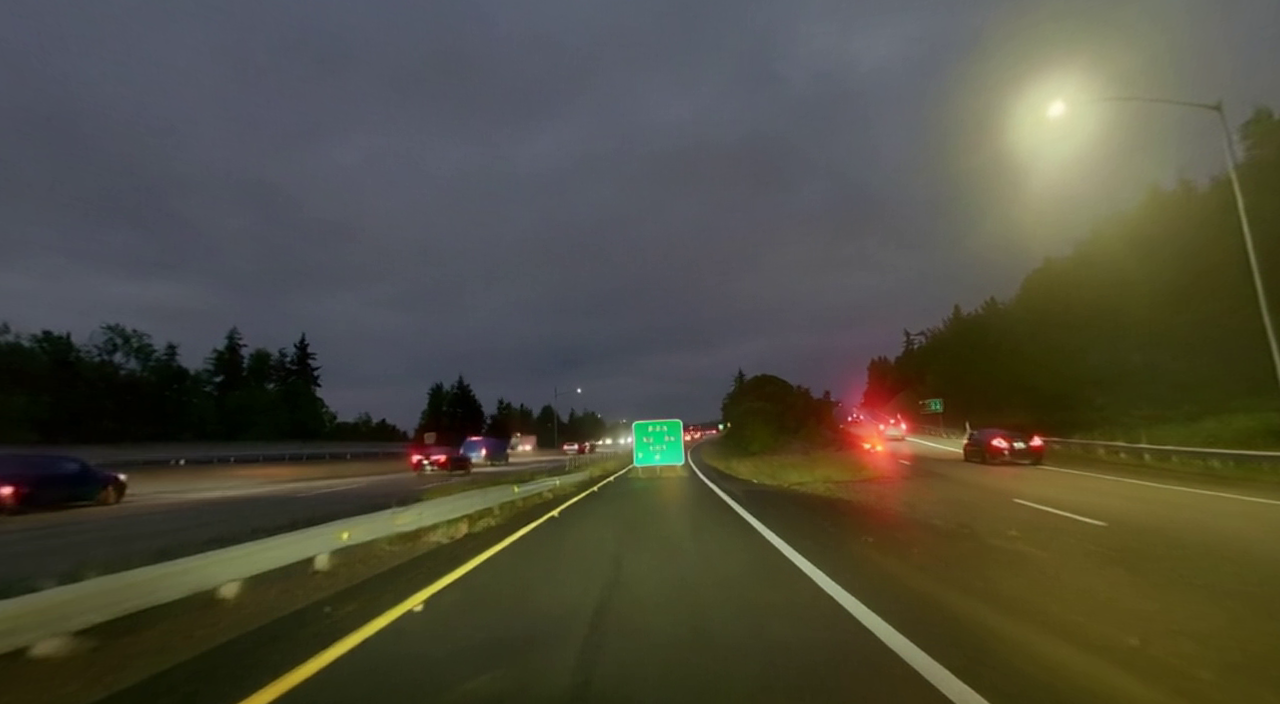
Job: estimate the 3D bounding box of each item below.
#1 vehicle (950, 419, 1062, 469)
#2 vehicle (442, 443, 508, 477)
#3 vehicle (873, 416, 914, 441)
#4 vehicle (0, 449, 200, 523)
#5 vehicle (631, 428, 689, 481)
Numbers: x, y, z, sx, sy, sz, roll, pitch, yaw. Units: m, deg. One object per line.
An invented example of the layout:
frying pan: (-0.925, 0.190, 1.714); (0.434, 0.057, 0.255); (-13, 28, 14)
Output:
vehicle: (13.475, 3.443, 23.620); (2.098, 1.654, 4.637); (-2, -8, 10)
vehicle: (-8.231, 5.411, 31.910); (1.896, 1.543, 4.429); (-1, -8, 4)
vehicle: (19.718, 6.034, 49.219); (2.167, 1.798, 4.838); (-2, -8, 13)
vehicle: (-13.437, 3.119, 15.358); (1.918, 1.451, 4.668); (-1, -8, 2)
vehicle: (0.756, 3.965, 24.629); (2.043, 1.821, 4.558); (0, -8, 1)
